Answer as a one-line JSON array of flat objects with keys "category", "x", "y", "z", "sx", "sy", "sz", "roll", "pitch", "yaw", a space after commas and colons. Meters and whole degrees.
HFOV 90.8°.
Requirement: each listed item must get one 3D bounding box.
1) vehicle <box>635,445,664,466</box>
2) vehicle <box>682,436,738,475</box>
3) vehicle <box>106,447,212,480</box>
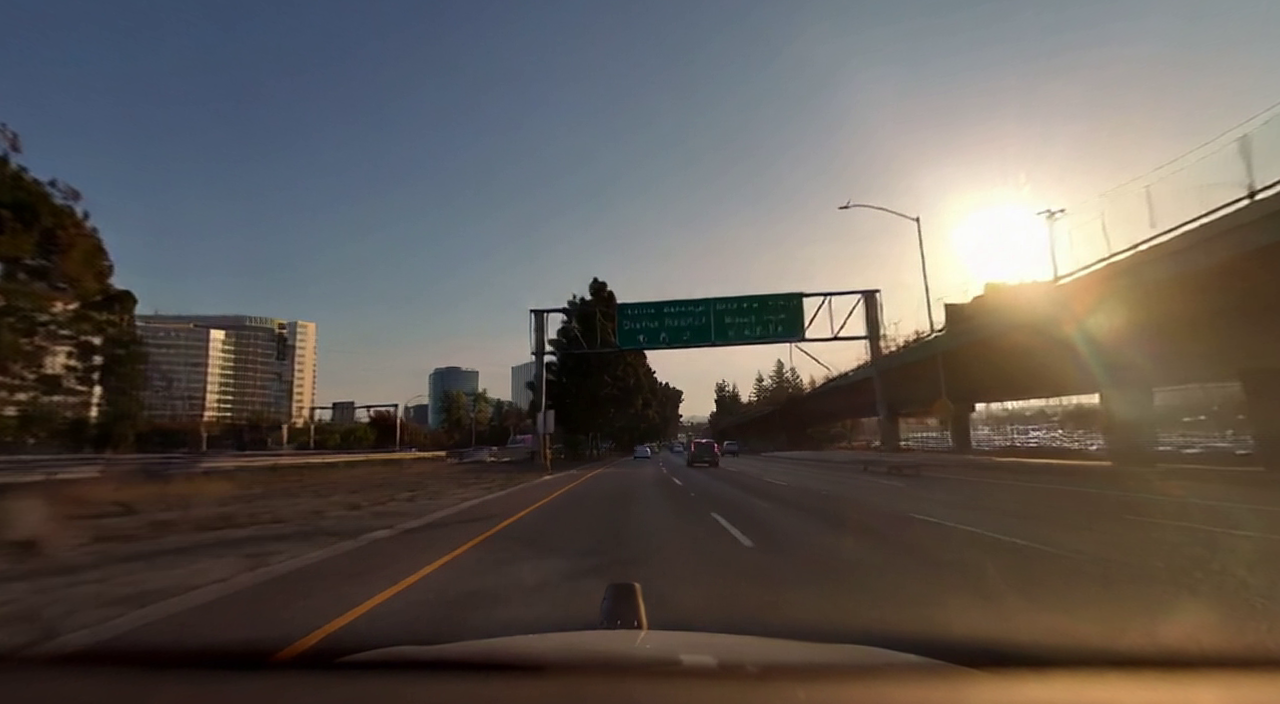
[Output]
[{"category": "vehicle", "x": 0.680, "y": 7.607, "z": 46.650, "sx": 2.046, "sy": 1.475, "sz": 3.784, "roll": 0, "pitch": -8, "yaw": 1}, {"category": "vehicle", "x": 3.426, "y": 5.219, "z": 32.115, "sx": 2.226, "sy": 1.779, "sz": 4.835, "roll": 0, "pitch": -8, "yaw": -1}, {"category": "vehicle", "x": -27.503, "y": 6.372, "z": 36.418, "sx": 2.122, "sy": 1.705, "sz": 4.982, "roll": 0, "pitch": -8, "yaw": 1}]
